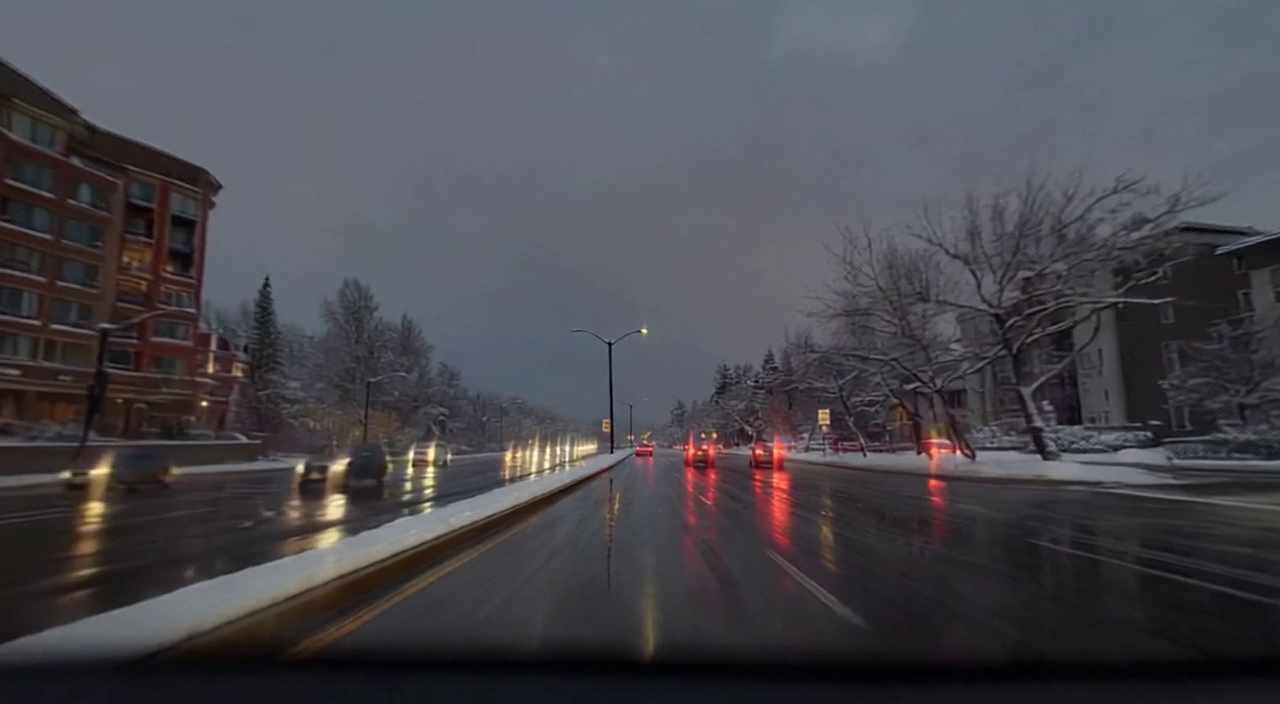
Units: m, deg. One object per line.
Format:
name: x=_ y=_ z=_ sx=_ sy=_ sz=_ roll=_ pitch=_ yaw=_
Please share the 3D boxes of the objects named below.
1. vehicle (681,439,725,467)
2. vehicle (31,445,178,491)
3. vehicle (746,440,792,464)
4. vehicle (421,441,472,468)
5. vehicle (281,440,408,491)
vehicle: x=3.601 y=5.846 z=36.829 sx=2.020 sy=1.479 sz=4.650 roll=0 pitch=-8 yaw=-1
vehicle: x=-21.748 y=4.687 z=25.964 sx=1.995 sy=1.684 sz=4.487 roll=-1 pitch=-8 yaw=1
vehicle: x=8.098 y=6.329 z=40.116 sx=1.932 sy=1.439 sz=4.159 roll=0 pitch=-8 yaw=-1
vehicle: x=-13.041 y=6.918 z=42.842 sx=1.953 sy=1.688 sz=4.435 roll=-1 pitch=-8 yaw=1
vehicle: x=-9.894 y=3.812 z=21.641 sx=2.012 sy=1.520 sz=4.645 roll=-1 pitch=-8 yaw=1
